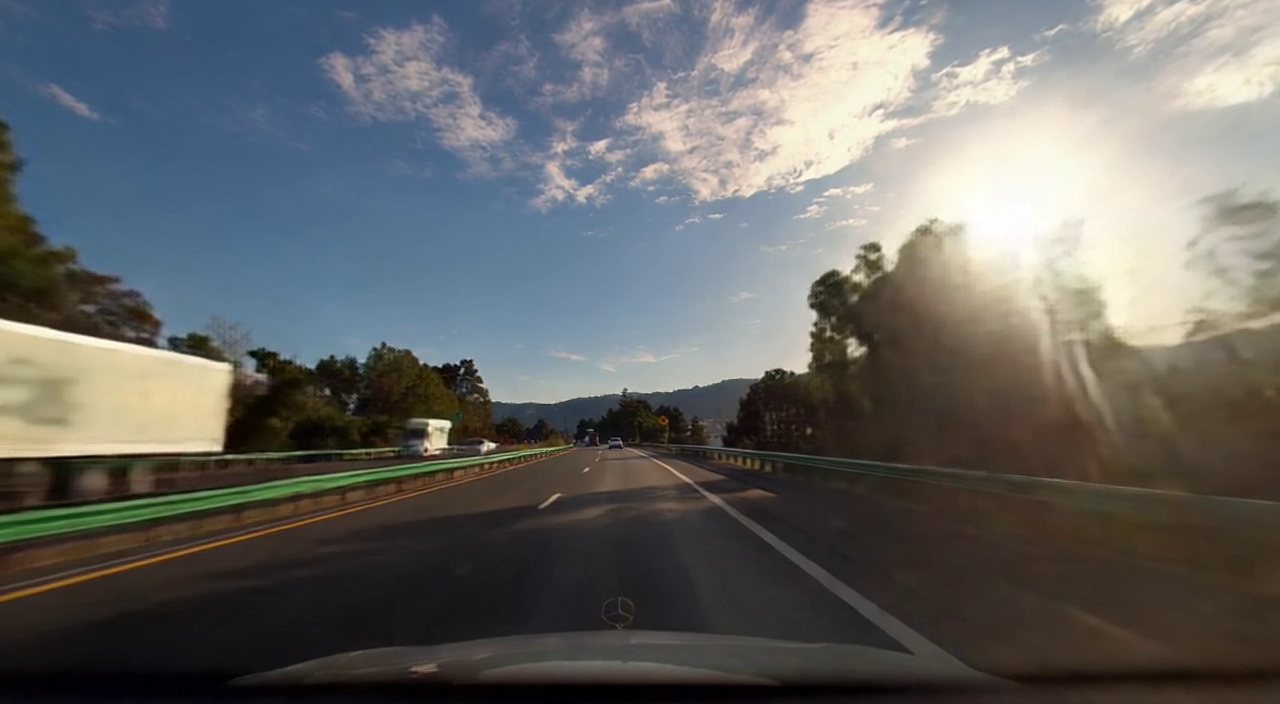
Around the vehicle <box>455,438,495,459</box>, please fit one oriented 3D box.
[{"bbox_3d":[-12.104,7.111,46.494,1.978,1.484,3.953,0,-8,-2],"label":"vehicle"}]

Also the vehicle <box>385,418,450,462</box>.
[{"bbox_3d":[-15.335,6.132,43.859,2.351,2.742,6.509,0,-8,-2],"label":"vehicle"}]

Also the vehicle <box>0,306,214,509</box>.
[{"bbox_3d":[-14.519,1.012,11.935,2.894,4.120,14.675,0,-8,-1],"label":"vehicle"}]
